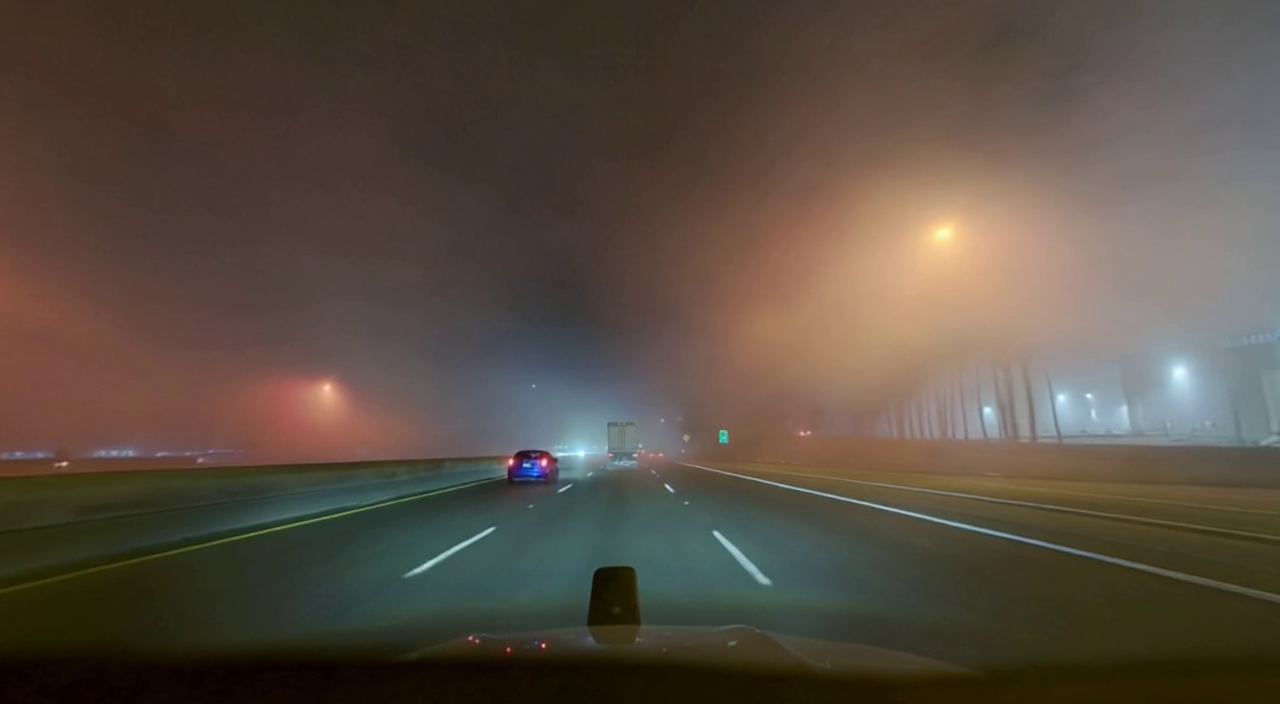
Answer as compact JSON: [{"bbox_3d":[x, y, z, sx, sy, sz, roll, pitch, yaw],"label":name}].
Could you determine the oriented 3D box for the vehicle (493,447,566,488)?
[{"bbox_3d":[-4.239,4.471,24.904,2.097,1.447,4.291,0,-9,0],"label":"vehicle"}]

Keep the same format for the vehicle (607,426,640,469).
[{"bbox_3d":[-1.238,7.155,47.471,2.364,2.953,6.495,0,-9,-1],"label":"vehicle"}]
